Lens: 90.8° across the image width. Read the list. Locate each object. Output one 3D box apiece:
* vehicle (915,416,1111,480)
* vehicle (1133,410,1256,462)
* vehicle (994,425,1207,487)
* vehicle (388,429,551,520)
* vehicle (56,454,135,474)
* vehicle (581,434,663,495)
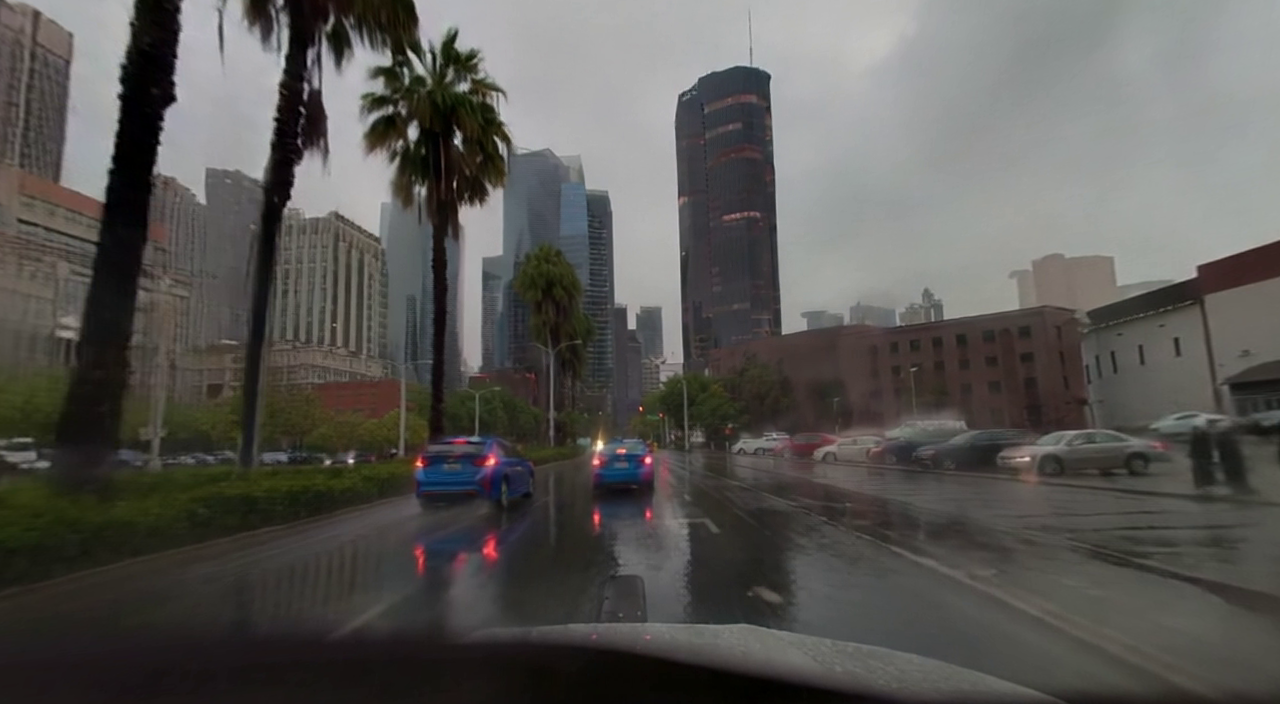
[{"bbox_3d":[12.509,3.249,21.471,5.188,1.805,2.228,-2,-8,-3],"label":"vehicle"},{"bbox_3d":[23.722,3.686,27.359,2.288,1.984,5.526,-4,-9,24],"label":"vehicle"},{"bbox_3d":[13.290,3.021,18.442,4.749,1.522,1.905,-1,-9,-3],"label":"vehicle"},{"bbox_3d":[-3.224,2.415,13.005,2.071,1.544,4.383,0,-8,1],"label":"vehicle"},{"bbox_3d":[-42.445,8.717,49.265,4.309,1.484,1.884,0,-8,-2],"label":"vehicle"},{"bbox_3d":[-0.460,3.033,17.392,2.004,1.465,3.713,0,-8,0],"label":"vehicle"}]
